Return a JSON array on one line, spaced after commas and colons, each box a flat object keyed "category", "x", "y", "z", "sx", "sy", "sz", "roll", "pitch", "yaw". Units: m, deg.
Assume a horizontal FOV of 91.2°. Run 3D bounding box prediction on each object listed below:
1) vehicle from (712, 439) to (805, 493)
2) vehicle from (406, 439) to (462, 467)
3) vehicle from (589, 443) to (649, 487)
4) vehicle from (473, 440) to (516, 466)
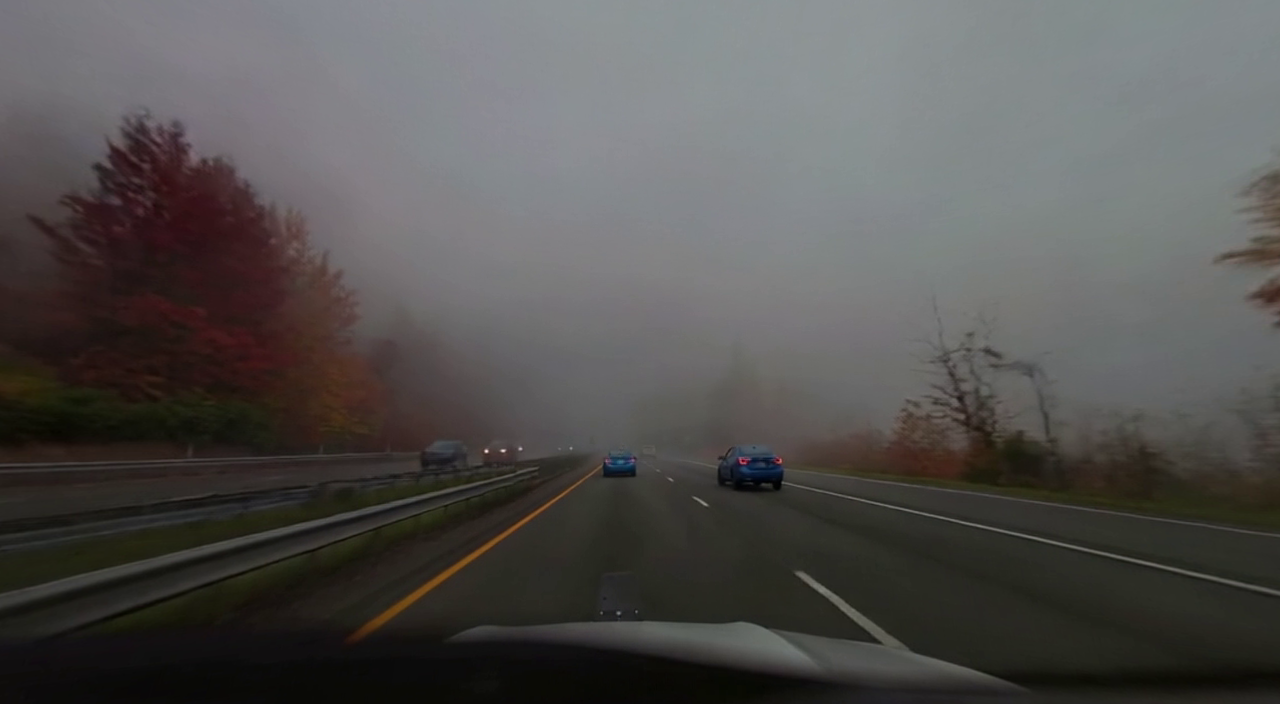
[{"category": "vehicle", "x": 3.785, "y": 3.741, "z": 20.919, "sx": 2.300, "sy": 1.595, "sz": 4.144, "roll": -1, "pitch": -9, "yaw": 0}, {"category": "vehicle", "x": -13.783, "y": 6.771, "z": 42.156, "sx": 2.213, "sy": 1.731, "sz": 4.671, "roll": 0, "pitch": -9, "yaw": -1}, {"category": "vehicle", "x": -0.776, "y": 4.381, "z": 24.633, "sx": 2.128, "sy": 1.516, "sz": 4.410, "roll": 0, "pitch": -9, "yaw": -1}, {"category": "vehicle", "x": -10.277, "y": 7.159, "z": 44.511, "sx": 2.044, "sy": 1.661, "sz": 4.534, "roll": 0, "pitch": -9, "yaw": -1}]
